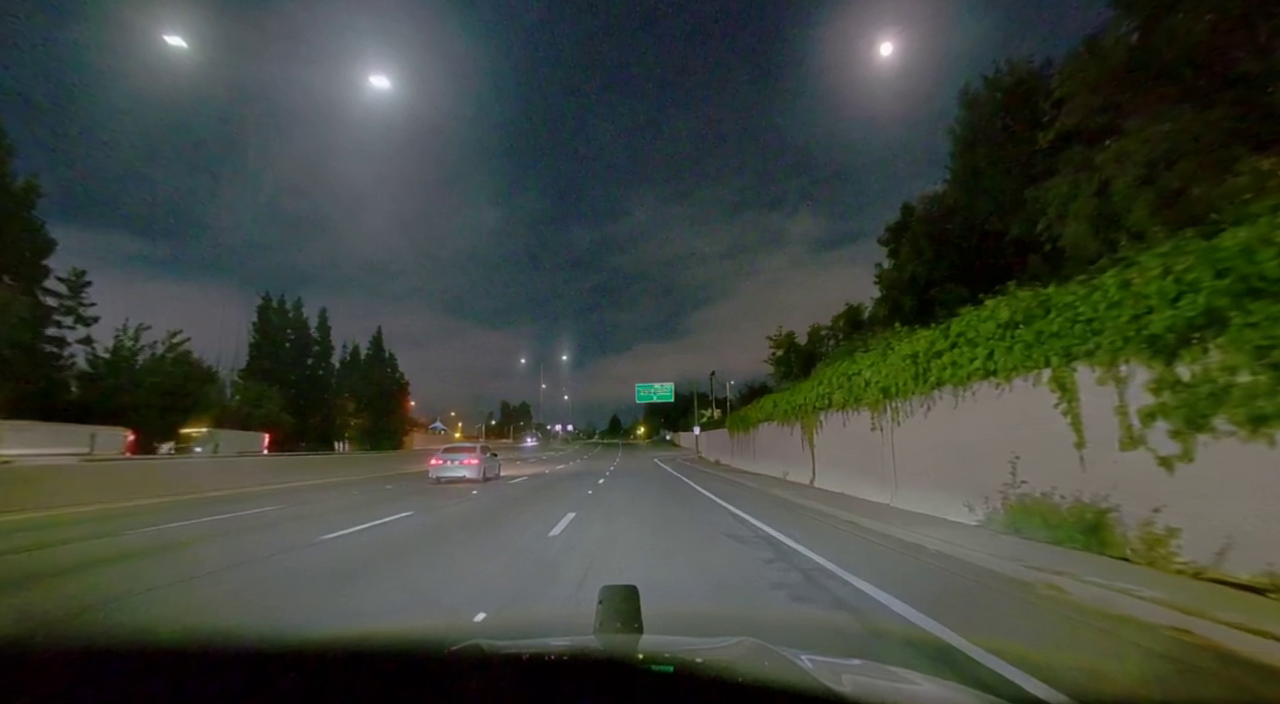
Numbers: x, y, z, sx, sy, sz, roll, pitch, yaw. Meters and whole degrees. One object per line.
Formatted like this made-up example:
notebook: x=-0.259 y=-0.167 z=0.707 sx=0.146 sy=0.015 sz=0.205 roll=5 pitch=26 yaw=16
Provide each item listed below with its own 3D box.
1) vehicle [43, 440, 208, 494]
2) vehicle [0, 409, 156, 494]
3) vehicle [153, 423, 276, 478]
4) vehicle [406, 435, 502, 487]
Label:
vehicle: x=-19.145 y=4.269 z=23.946 sx=1.896 sy=1.785 sz=5.244 roll=0 pitch=-9 yaw=-1
vehicle: x=-26.194 y=4.353 z=27.755 sx=2.959 sy=3.242 sz=8.689 roll=0 pitch=-9 yaw=-1
vehicle: x=-26.417 y=6.150 z=39.747 sx=2.778 sy=3.125 sz=7.002 roll=0 pitch=-8 yaw=0
vehicle: x=-6.726 y=3.993 z=23.469 sx=2.115 sy=1.711 sz=4.722 roll=0 pitch=-9 yaw=0
